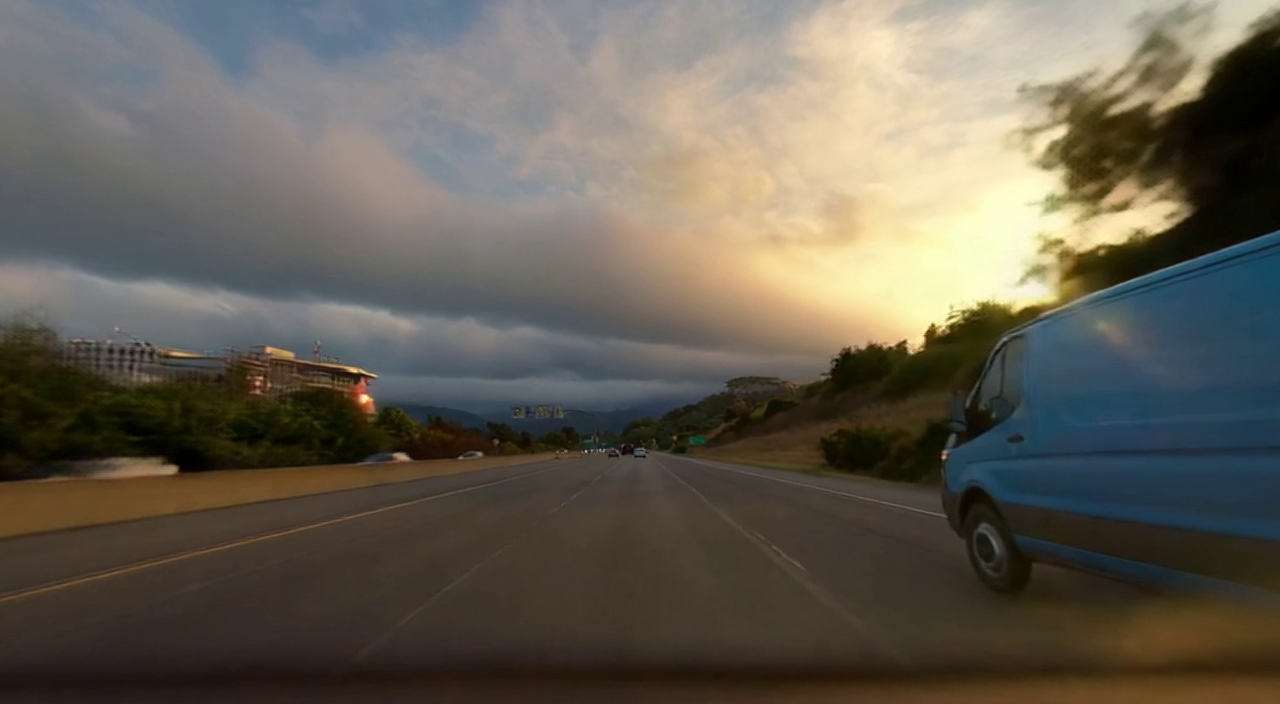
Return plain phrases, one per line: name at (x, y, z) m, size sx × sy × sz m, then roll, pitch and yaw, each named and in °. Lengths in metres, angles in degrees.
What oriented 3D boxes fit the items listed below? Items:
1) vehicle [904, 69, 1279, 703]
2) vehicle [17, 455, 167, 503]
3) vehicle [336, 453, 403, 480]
vehicle at (3.935, 0.260, 2.772) m, size 2.527 × 2.809 × 6.831 m, roll 0°, pitch -9°, yaw 0°
vehicle at (-19.746, 4.554, 22.969) m, size 1.865 × 1.520 × 3.984 m, roll 0°, pitch -9°, yaw 0°
vehicle at (-16.129, 6.820, 37.811) m, size 2.040 × 1.468 × 4.504 m, roll 0°, pitch -9°, yaw -1°
